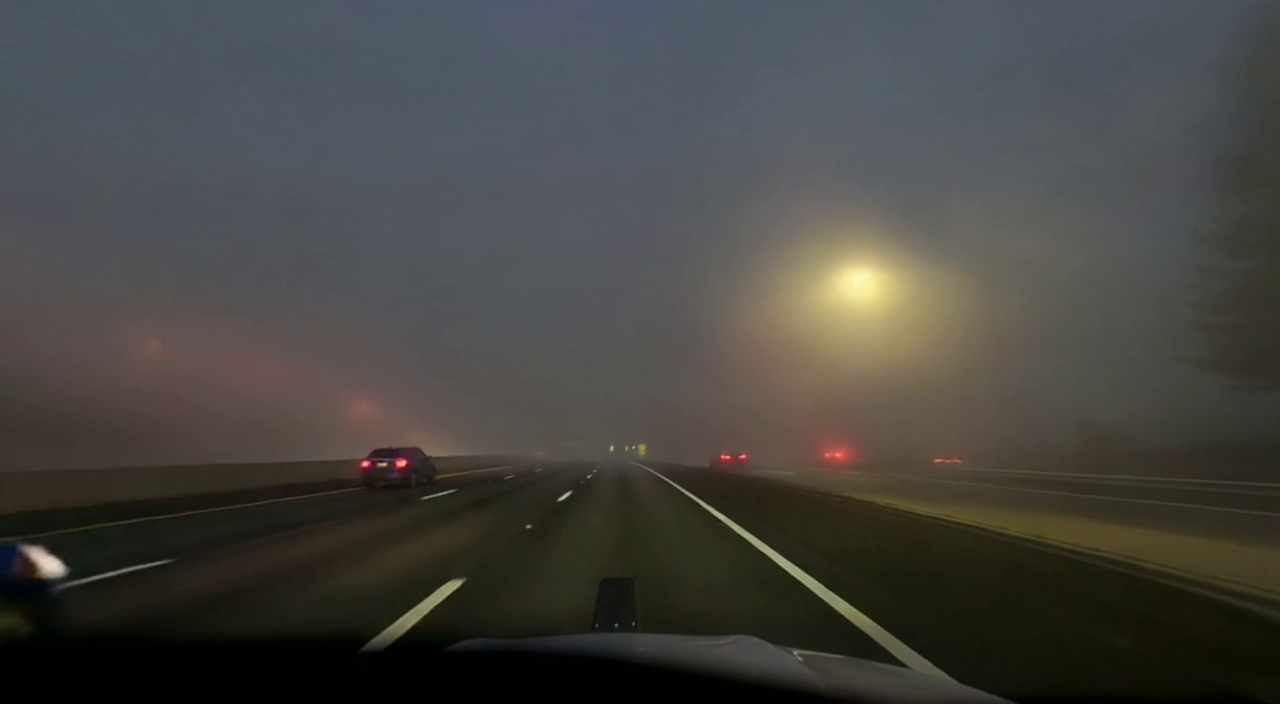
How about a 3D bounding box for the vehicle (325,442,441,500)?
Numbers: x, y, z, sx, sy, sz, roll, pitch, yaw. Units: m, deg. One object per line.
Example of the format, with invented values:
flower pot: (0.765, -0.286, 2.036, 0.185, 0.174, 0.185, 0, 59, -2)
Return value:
vehicle: (-7.819, 3.631, 19.729, 1.924, 1.601, 4.115, 0, -9, -1)
